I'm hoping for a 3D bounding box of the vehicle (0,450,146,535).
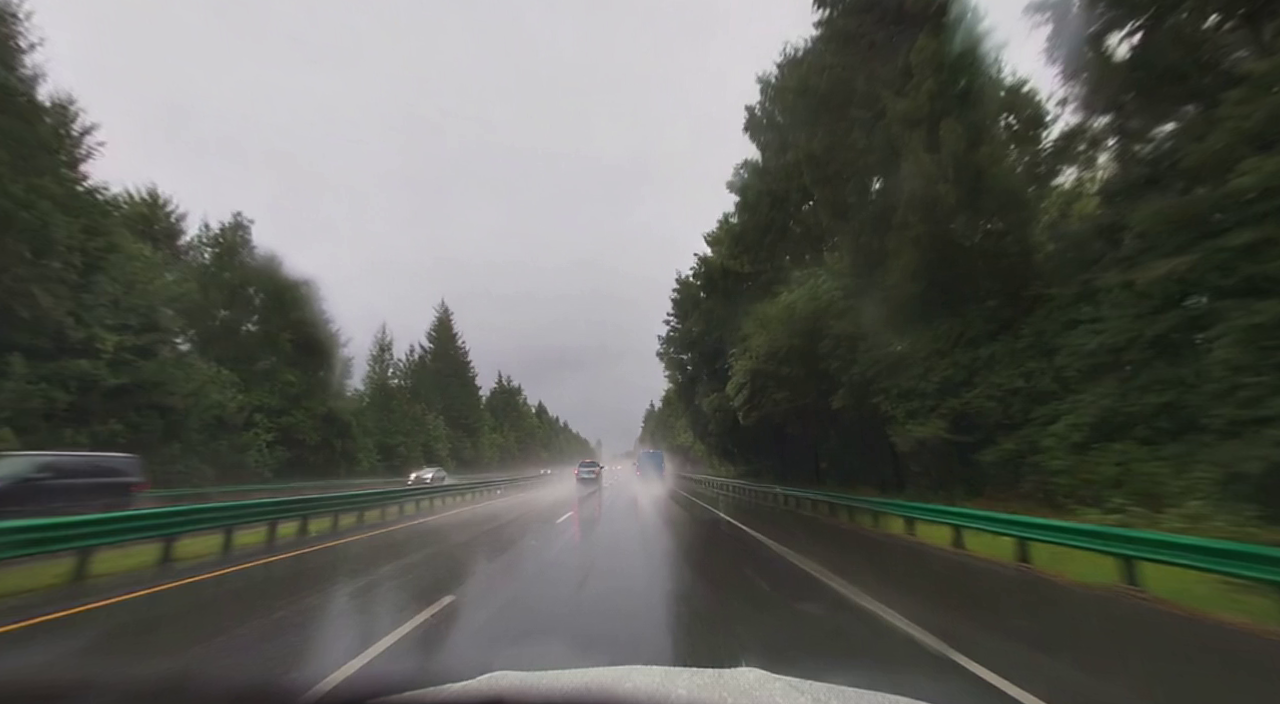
[{"bbox_3d":[-12.106,2.635,12.044,1.811,1.466,4.240,1,-11,0],"label":"vehicle"}]

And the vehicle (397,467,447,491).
[{"bbox_3d":[-14.242,8.315,41.385,1.854,1.440,4.311,1,-11,-2],"label":"vehicle"}]

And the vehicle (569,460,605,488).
[{"bbox_3d":[-3.628,8.522,44.176,2.132,1.805,4.257,1,-11,0],"label":"vehicle"}]
